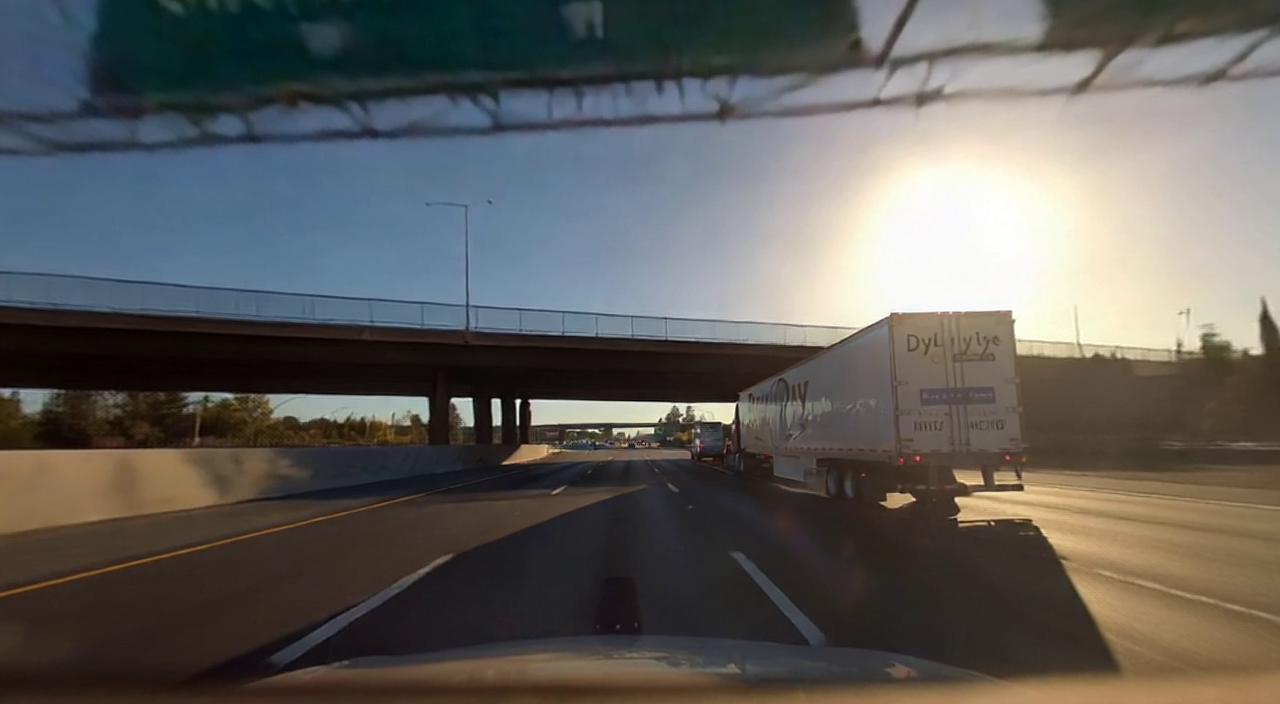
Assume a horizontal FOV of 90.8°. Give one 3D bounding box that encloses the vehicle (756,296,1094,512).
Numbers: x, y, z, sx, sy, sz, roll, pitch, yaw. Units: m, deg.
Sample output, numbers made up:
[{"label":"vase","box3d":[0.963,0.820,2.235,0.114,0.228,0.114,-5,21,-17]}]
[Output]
[{"label":"vehicle","box3d":[6.636,2.084,19.640,2.962,3.947,16.241,0,-8,0]}]
